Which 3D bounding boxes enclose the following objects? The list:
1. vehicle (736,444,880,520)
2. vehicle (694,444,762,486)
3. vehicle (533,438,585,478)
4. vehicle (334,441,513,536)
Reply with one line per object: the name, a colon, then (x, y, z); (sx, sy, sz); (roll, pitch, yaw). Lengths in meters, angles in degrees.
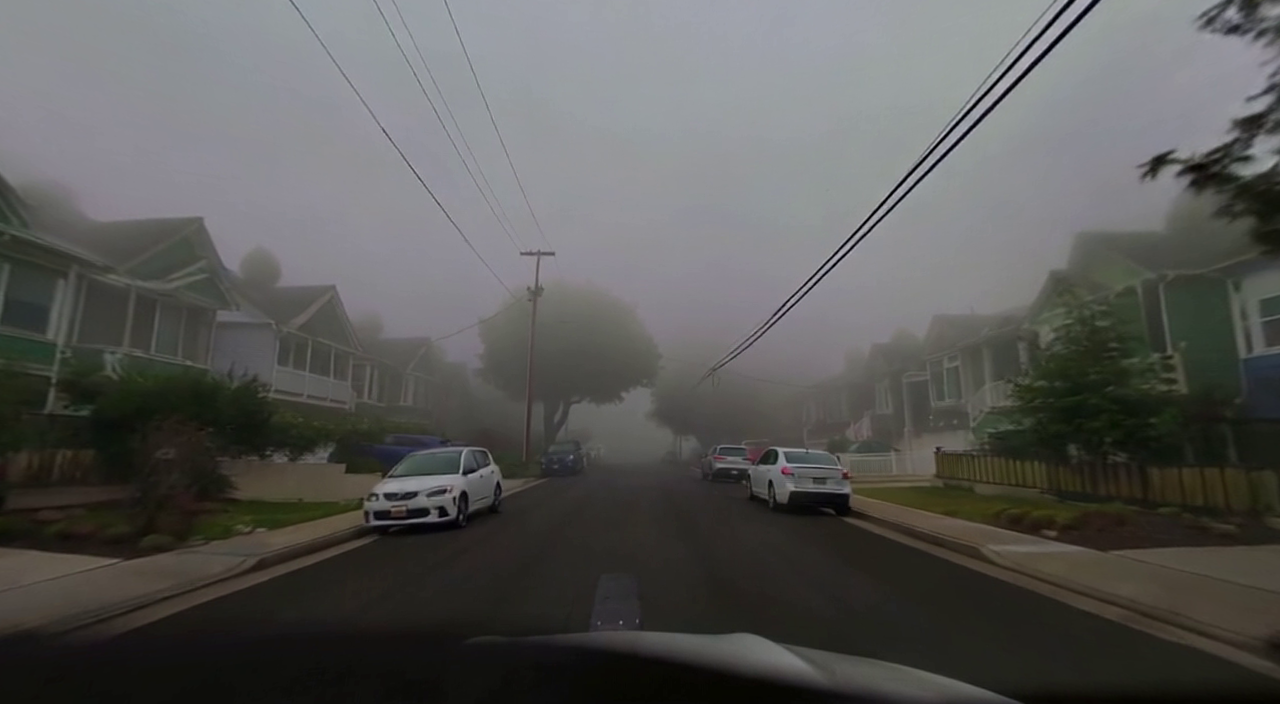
vehicle: (3.658, 2.904, 14.768); (1.862, 1.452, 4.737); (0, -9, -3)
vehicle: (3.458, 4.553, 25.723); (2.019, 1.536, 4.405); (0, -9, -2)
vehicle: (-4.109, 5.501, 32.992); (2.057, 1.887, 5.053); (0, -9, 0)
vehicle: (-3.867, 2.493, 12.250); (1.971, 1.460, 4.523); (0, -9, -2)
